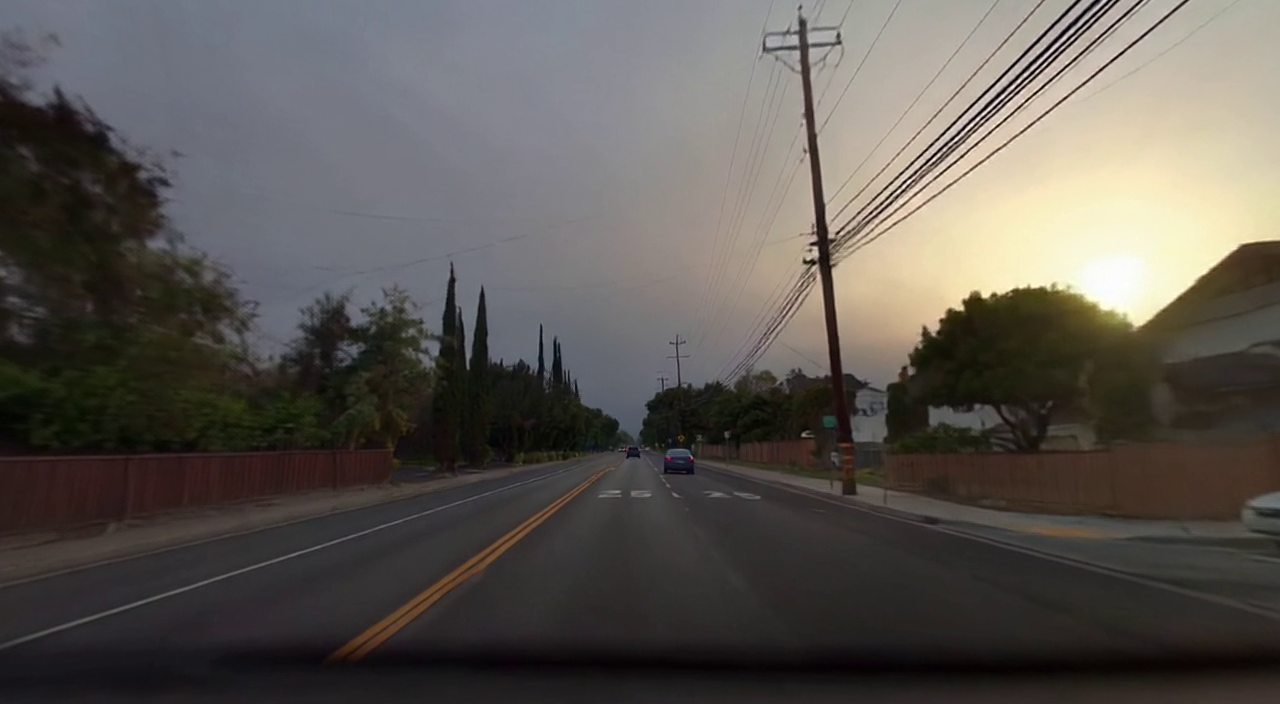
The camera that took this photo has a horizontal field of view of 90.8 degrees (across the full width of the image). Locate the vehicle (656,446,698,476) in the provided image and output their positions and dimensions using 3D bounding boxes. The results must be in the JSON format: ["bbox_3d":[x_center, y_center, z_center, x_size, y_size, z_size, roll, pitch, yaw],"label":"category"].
[{"bbox_3d":[1.885,5.660,33.033,1.975,1.497,3.647,0,-9,0],"label":"vehicle"}]

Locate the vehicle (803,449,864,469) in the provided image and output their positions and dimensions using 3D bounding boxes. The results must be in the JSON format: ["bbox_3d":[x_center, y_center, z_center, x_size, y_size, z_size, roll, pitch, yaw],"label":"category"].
[{"bbox_3d":[14.352,7.938,47.001,3.838,1.405,1.992,1,-9,-6],"label":"vehicle"}]
